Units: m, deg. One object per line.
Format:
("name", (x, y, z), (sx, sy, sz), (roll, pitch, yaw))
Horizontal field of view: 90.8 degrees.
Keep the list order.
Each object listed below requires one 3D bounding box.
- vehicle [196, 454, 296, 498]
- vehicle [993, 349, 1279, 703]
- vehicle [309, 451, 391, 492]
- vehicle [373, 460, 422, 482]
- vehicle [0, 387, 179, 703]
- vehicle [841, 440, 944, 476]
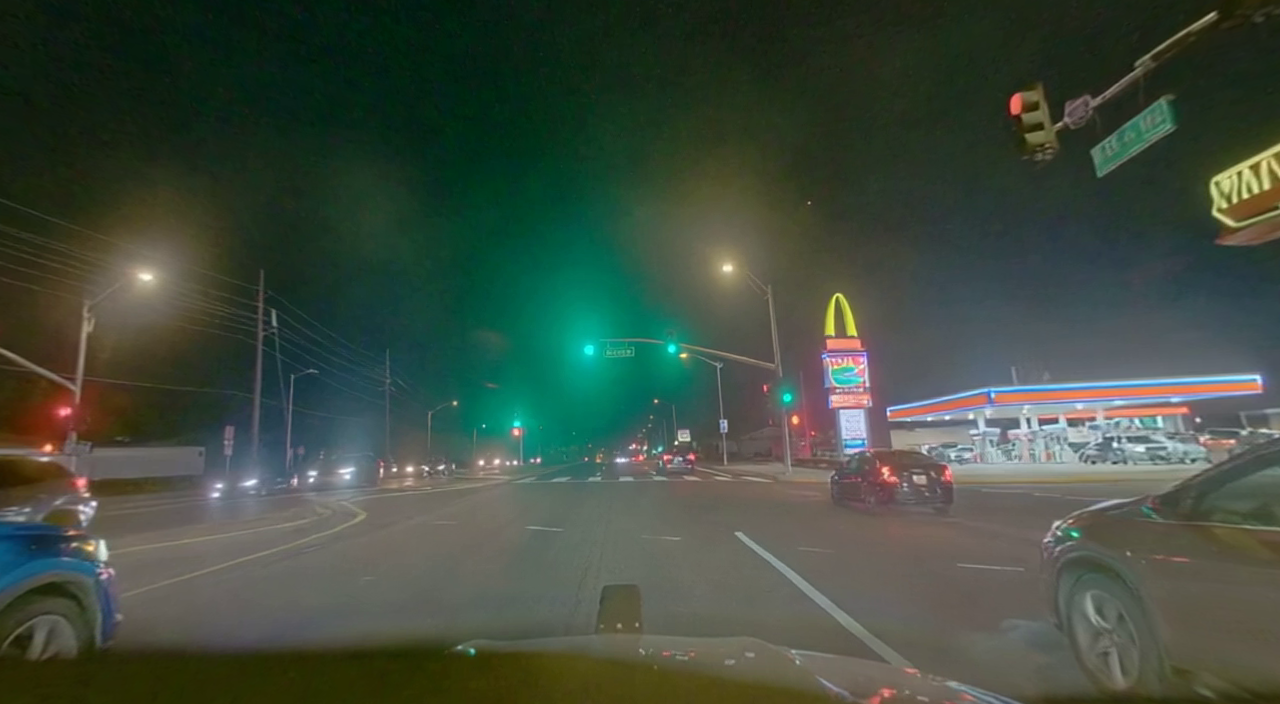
("vehicle", (-18.848, 6.013, 30.521), (2.005, 1.845, 4.811), (-1, -12, -4))
("vehicle", (3.385, 0.745, 1.780), (2.085, 1.655, 4.459), (0, -8, -2))
("vehicle", (-15.220, 6.248, 33.477), (2.087, 1.902, 4.848), (0, -8, -1))
("vehicle", (-18.828, 9.238, 49.250), (2.083, 1.466, 4.565), (0, -8, -1))
("vehicle", (-3.648, 0.814, 1.628), (1.935, 1.617, 4.045), (0, -8, -2))
("vehicle", (12.941, 5.431, 32.525), (4.419, 1.699, 2.066), (-7, -11, 38))
